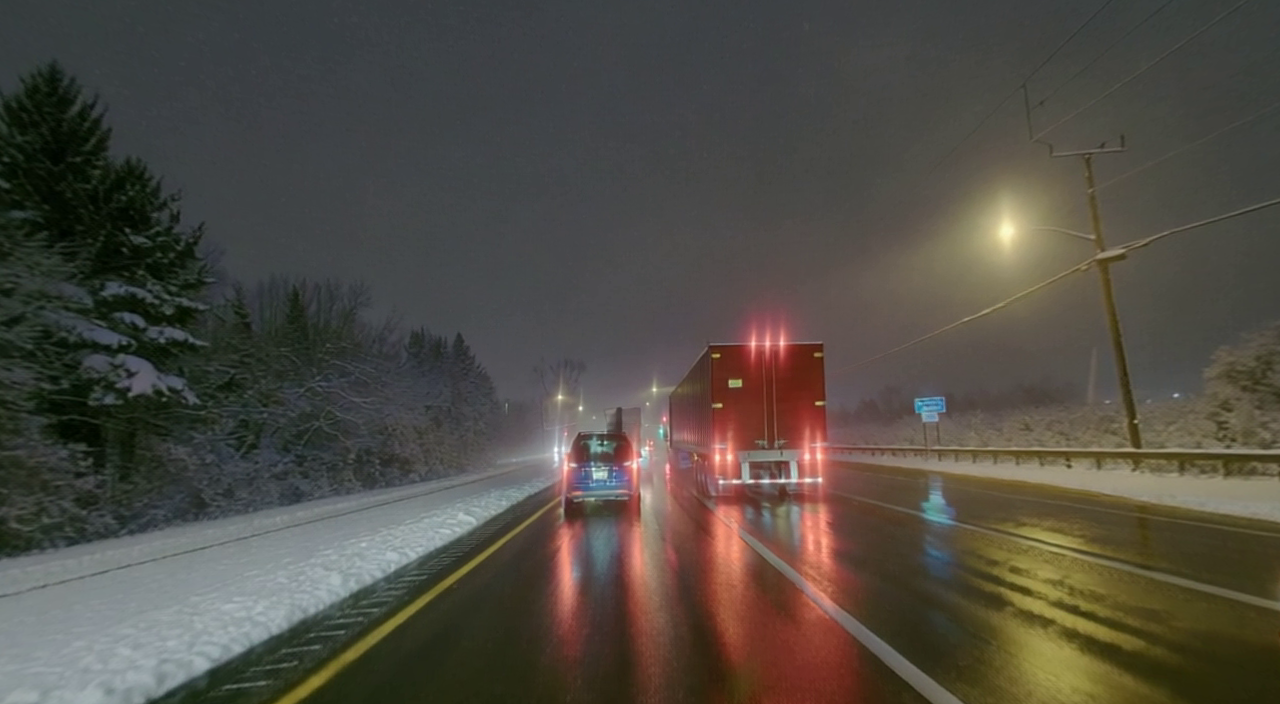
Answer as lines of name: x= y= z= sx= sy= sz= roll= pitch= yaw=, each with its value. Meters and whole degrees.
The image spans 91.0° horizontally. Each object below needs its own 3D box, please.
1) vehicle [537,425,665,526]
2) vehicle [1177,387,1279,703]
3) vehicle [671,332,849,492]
vehicle: x=-0.634 y=2.237 z=11.942 sx=2.009 sy=1.554 sz=4.013 roll=0 pitch=-8 yaw=-1
vehicle: x=3.555 y=0.621 z=0.586 sx=1.960 sy=1.515 sz=4.713 roll=0 pitch=-8 yaw=0
vehicle: x=3.616 y=2.770 z=25.228 sx=3.591 sy=4.290 sz=16.696 roll=0 pitch=-8 yaw=-1
